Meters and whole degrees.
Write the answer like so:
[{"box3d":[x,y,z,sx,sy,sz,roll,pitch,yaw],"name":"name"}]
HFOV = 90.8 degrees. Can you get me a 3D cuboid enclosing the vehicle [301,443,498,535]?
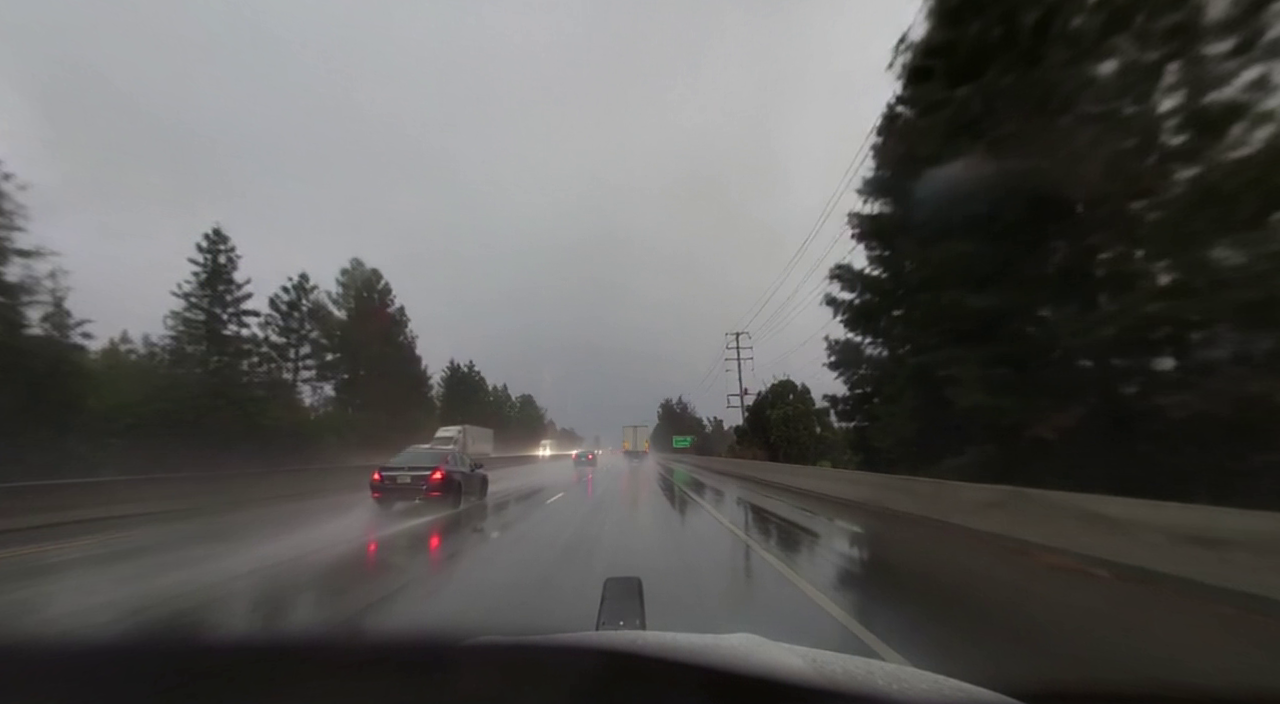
[{"box3d":[-4.365,2.555,12.384,2.106,1.445,4.404,0,-9,1],"name":"vehicle"}]
